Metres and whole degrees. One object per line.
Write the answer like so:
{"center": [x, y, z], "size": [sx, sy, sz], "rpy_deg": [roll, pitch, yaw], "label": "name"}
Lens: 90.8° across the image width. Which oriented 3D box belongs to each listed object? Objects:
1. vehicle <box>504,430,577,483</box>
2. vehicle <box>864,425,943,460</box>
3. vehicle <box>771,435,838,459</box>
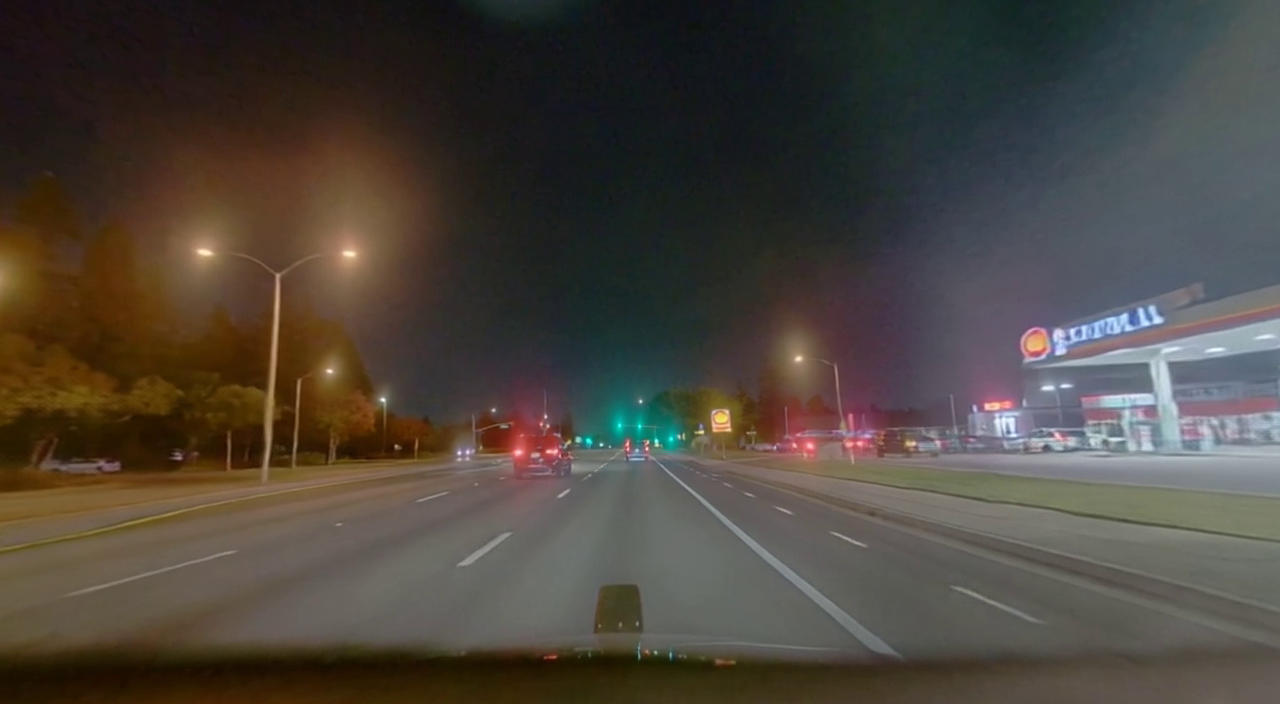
{"center": [-3.566, 3.849, 23.550], "size": [1.985, 1.772, 4.479], "rpy_deg": [0, -8, 0], "label": "vehicle"}
{"center": [14.373, 5.009, 34.854], "size": [2.041, 1.793, 5.054], "rpy_deg": [0, -9, -1], "label": "vehicle"}
{"center": [12.875, 7.439, 49.711], "size": [4.612, 1.491, 2.061], "rpy_deg": [-4, -8, 2], "label": "vehicle"}
